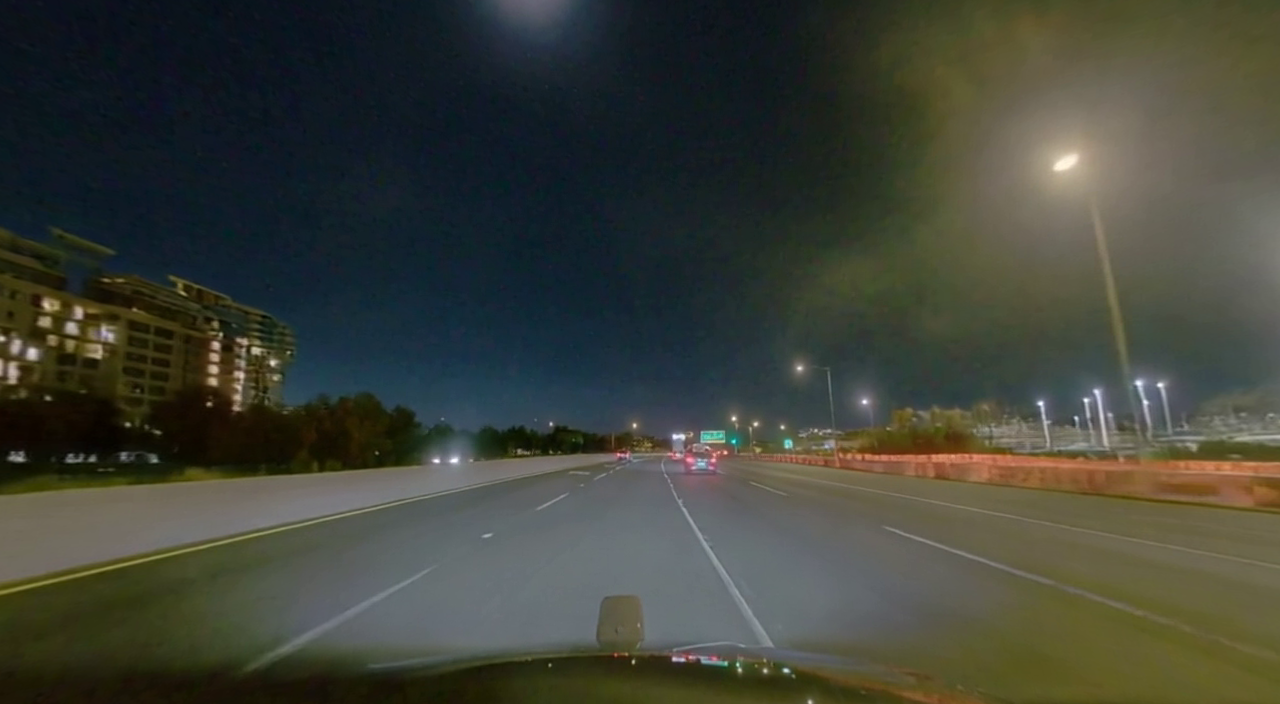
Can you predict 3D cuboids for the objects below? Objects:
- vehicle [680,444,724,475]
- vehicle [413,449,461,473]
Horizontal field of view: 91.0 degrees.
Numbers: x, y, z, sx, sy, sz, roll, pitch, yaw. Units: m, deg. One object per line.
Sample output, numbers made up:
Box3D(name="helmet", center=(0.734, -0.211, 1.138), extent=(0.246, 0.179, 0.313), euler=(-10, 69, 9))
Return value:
Box3D(name="vehicle", center=(3.355, 5.939, 35.043), extent=(1.974, 1.557, 4.479), euler=(0, -9, 0))
Box3D(name="vehicle", center=(-13.718, 7.354, 42.774), extent=(1.749, 1.521, 4.263), euler=(0, -9, 2))
